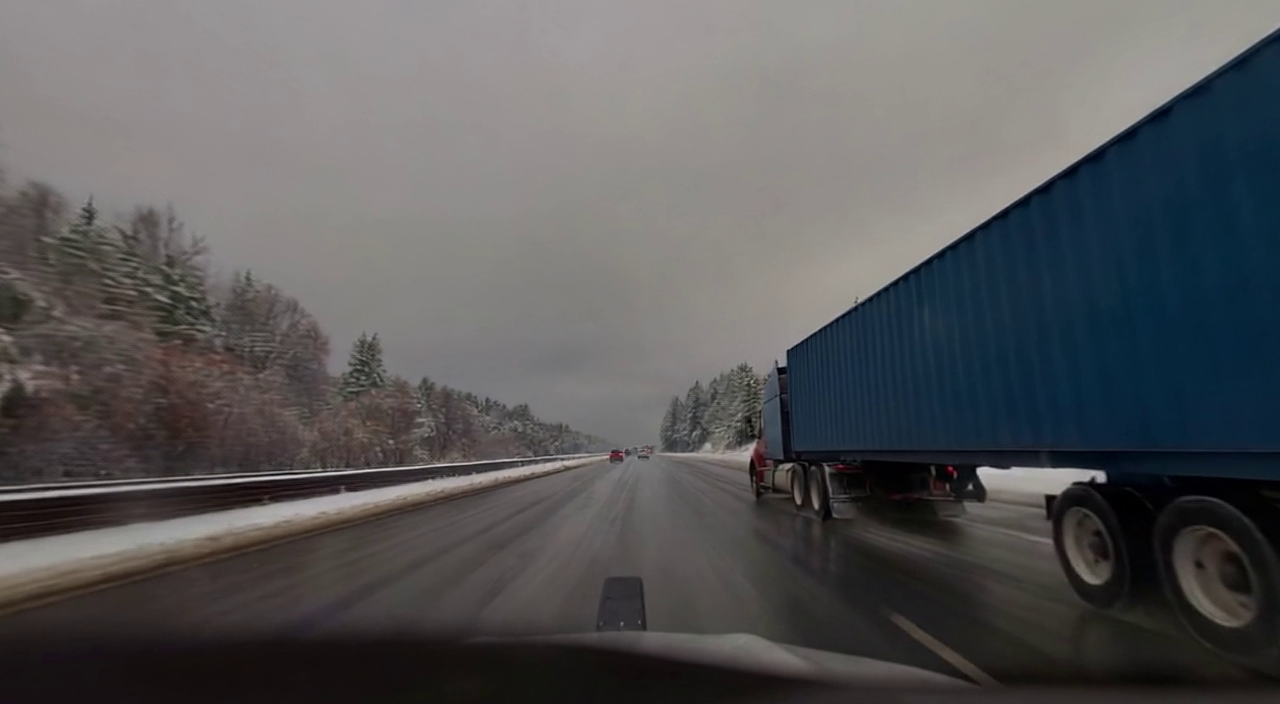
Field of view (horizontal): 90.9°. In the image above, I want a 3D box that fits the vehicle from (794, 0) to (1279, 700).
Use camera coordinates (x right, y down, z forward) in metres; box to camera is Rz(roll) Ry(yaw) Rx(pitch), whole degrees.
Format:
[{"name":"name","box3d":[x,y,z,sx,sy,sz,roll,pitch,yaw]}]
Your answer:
[{"name":"vehicle","box3d":[4.707,0.287,6.659,2.821,4.046,12.876,0,-9,0]}]
